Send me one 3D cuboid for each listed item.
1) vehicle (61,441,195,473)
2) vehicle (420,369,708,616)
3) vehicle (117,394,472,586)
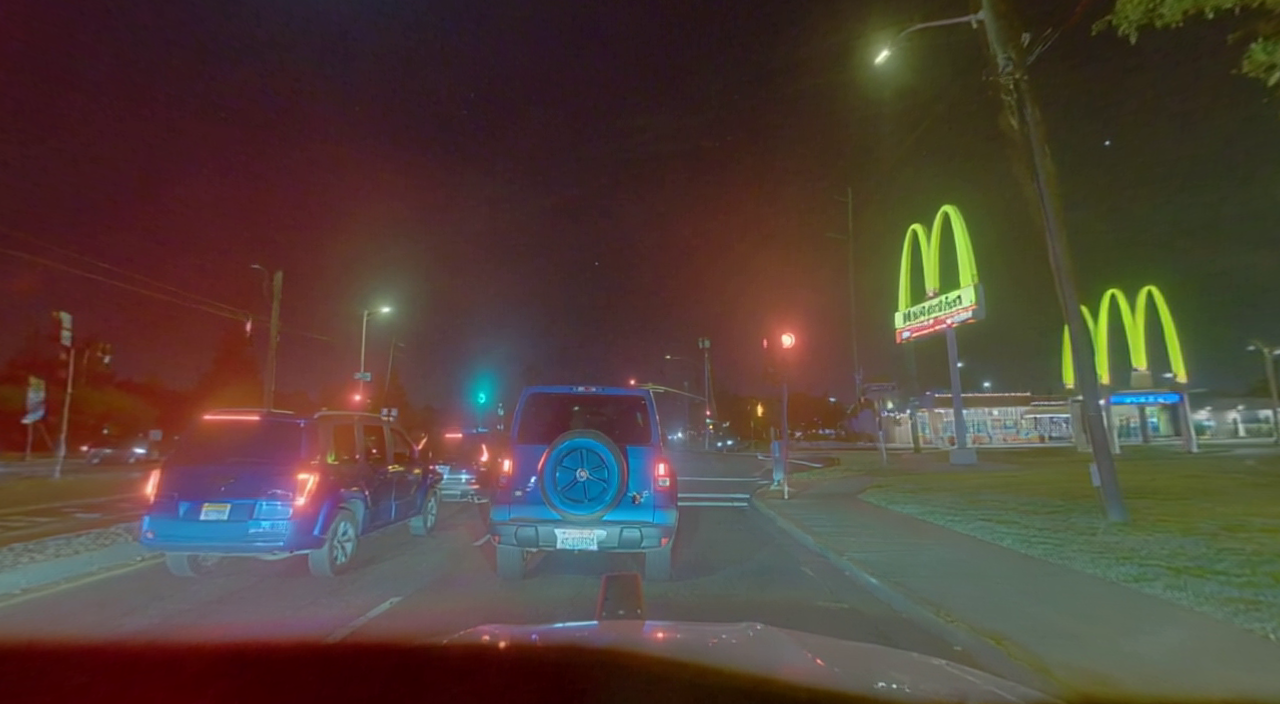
[{"bbox_3d":[-25.237,5.183,31.372,4.713,1.445,1.887,4,-9,-24],"label":"vehicle"},{"bbox_3d":[-0.628,1.432,7.331,2.224,1.923,4.643,0,-8,-1],"label":"vehicle"},{"bbox_3d":[-3.906,1.652,8.350,2.130,1.819,4.497,0,-8,0],"label":"vehicle"}]
